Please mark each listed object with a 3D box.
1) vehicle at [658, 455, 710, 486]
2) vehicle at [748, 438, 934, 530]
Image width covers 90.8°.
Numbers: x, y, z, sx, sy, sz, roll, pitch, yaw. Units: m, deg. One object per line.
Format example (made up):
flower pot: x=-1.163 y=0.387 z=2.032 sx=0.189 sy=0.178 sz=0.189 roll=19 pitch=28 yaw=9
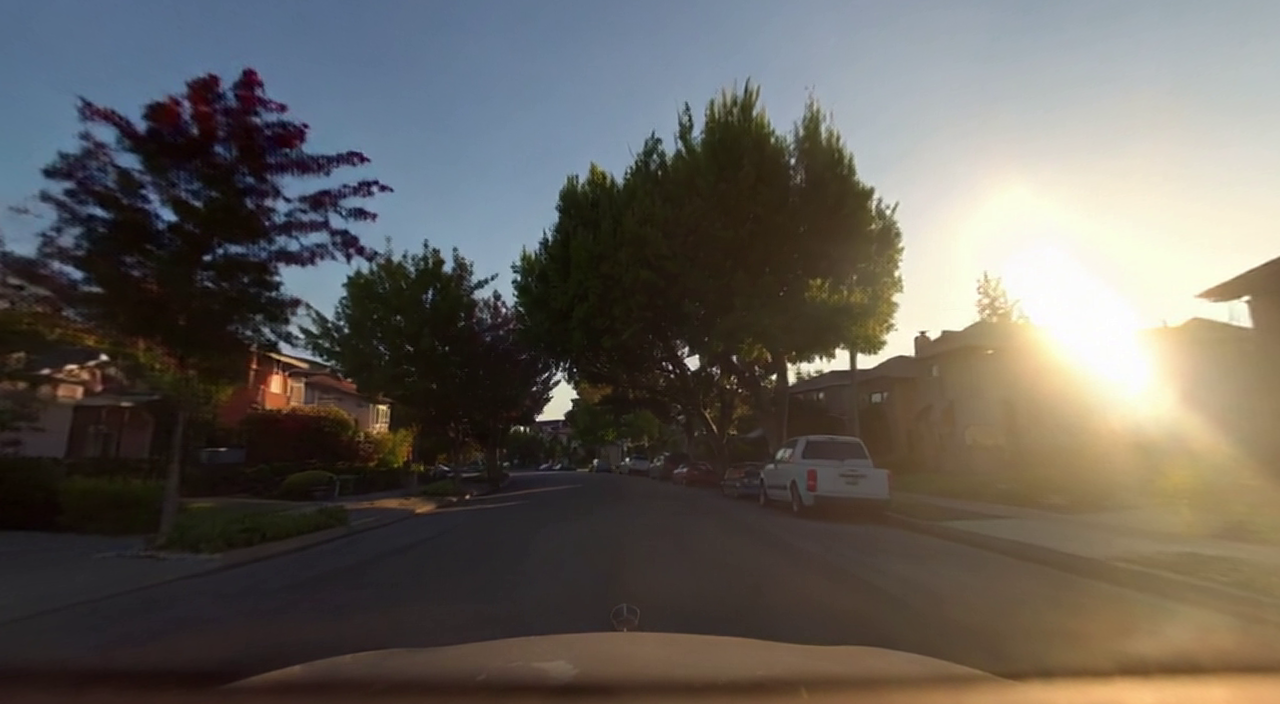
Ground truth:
vehicle: x=2.774 y=7.675 z=41.150 sx=2.111 sy=1.771 sz=4.942 roll=2 pitch=-9 yaw=-12
vehicle: x=4.875 y=3.374 z=16.803 sx=2.715 sy=1.900 sz=6.163 roll=2 pitch=-10 yaw=-2
